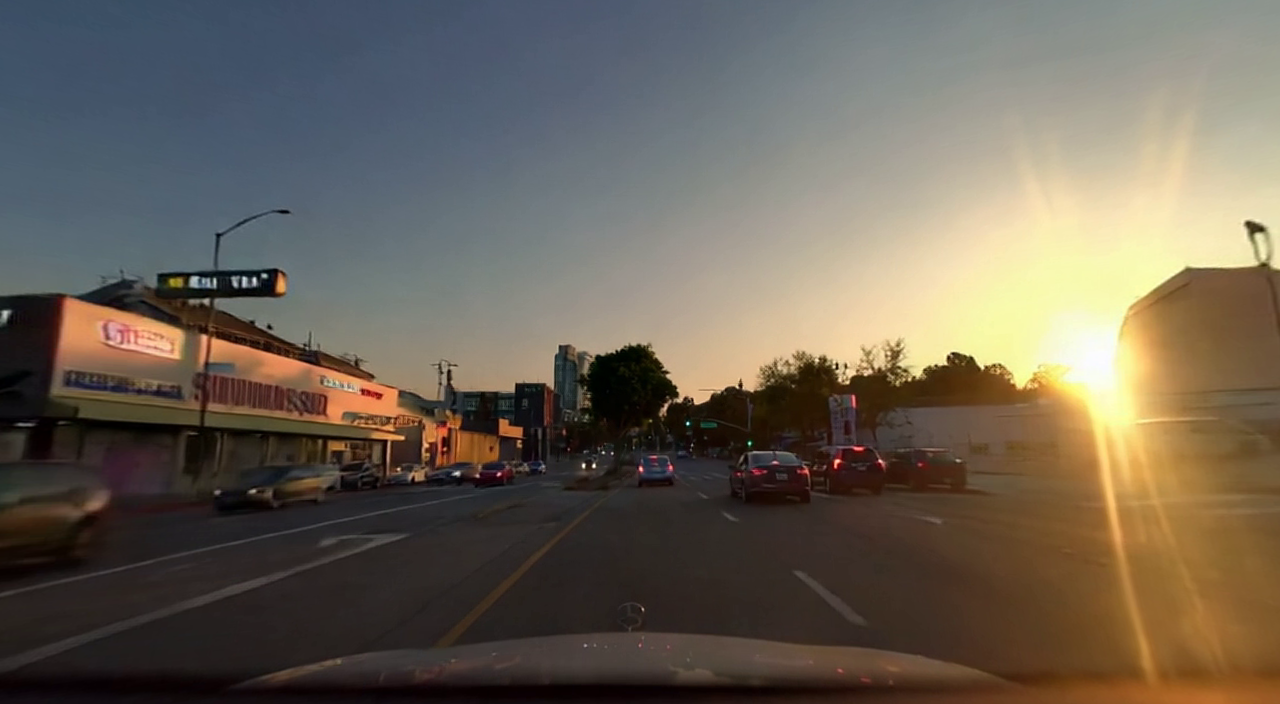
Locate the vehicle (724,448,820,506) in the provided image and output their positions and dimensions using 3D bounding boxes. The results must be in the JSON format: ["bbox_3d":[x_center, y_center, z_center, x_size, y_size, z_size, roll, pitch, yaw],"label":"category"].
[{"bbox_3d":[3.905,3.752,19.459,1.963,1.484,4.609,0,-8,0],"label":"vehicle"}]

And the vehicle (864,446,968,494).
[{"bbox_3d":[10.998,4.762,25.566,2.106,1.712,4.769,0,-10,1],"label":"vehicle"}]

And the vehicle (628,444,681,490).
[{"bbox_3d":[0.662,5.136,28.602,2.210,1.861,4.280,0,-8,1],"label":"vehicle"}]

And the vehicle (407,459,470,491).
[{"bbox_3d":[-11.950,7.306,37.768,2.183,1.674,4.481,-1,-8,1],"label":"vehicle"}]

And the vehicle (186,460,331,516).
[{"bbox_3d":[-12.162,4.316,20.525,1.846,1.461,4.488,0,-8,1],"label":"vehicle"}]

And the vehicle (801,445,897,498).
[{"bbox_3d":[7.558,4.316,23.354,2.040,1.738,4.414,0,-8,0],"label":"vehicle"}]

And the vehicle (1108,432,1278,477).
[{"bbox_3d":[22.025,4.097,25.314,4.718,1.628,2.008,-2,-8,5],"label":"vehicle"}]

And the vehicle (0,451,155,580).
[{"bbox_3d":[-8.789,2.017,7.671,1.906,1.519,4.797,0,-8,1],"label":"vehicle"}]

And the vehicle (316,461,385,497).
[{"bbox_3d":[-18.034,7.878,39.533,1.878,1.760,4.876,-1,-6,2],"label":"vehicle"}]

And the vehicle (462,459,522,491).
[{"bbox_3d":[-7.924,6.637,34.271,2.078,1.465,4.632,-1,-8,1],"label":"vehicle"}]
